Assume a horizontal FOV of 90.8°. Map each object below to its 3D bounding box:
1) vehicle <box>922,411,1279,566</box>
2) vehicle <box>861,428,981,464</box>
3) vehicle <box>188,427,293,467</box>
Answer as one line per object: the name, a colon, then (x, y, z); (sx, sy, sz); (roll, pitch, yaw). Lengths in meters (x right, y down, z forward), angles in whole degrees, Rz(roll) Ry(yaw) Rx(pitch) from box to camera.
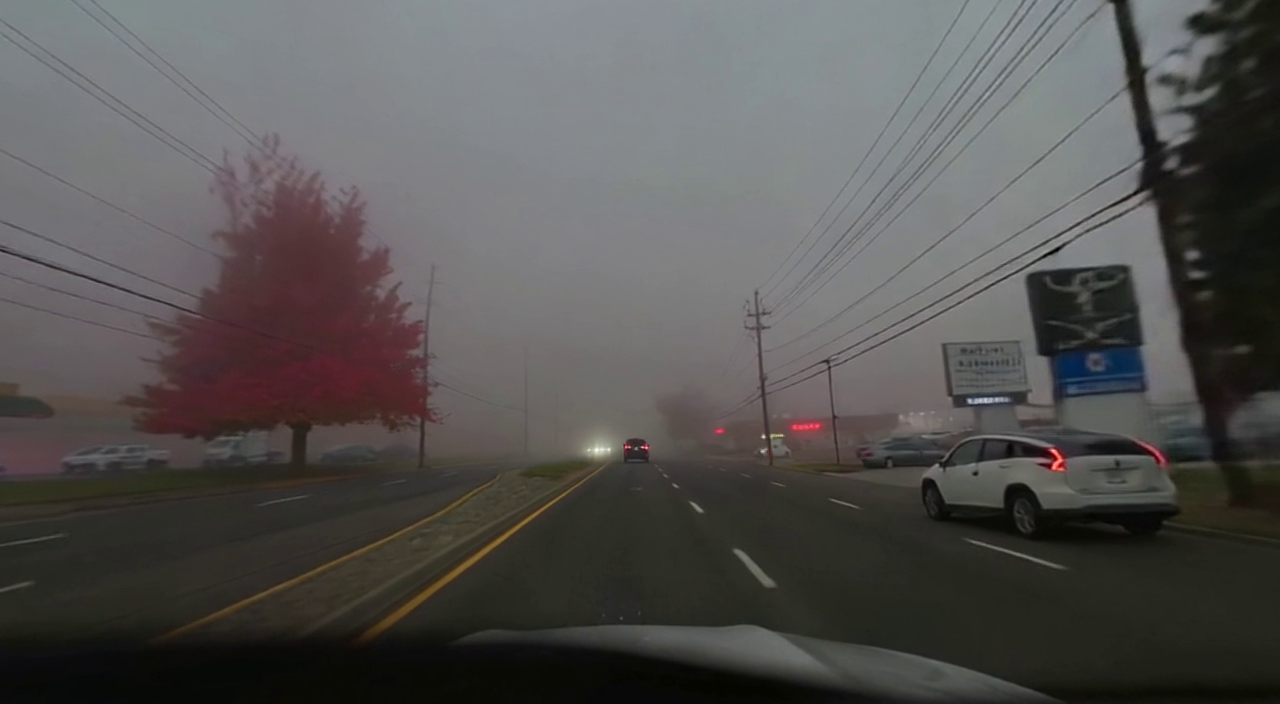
vehicle: (6.240, 1.850, 9.338); (1.995, 1.705, 4.434); (0, -8, -1)
vehicle: (16.611, 5.569, 37.530); (5.990, 1.834, 2.262); (-2, -8, -6)
vehicle: (-28.798, 6.857, 45.798); (5.851, 2.505, 2.504); (-2, -8, -8)
